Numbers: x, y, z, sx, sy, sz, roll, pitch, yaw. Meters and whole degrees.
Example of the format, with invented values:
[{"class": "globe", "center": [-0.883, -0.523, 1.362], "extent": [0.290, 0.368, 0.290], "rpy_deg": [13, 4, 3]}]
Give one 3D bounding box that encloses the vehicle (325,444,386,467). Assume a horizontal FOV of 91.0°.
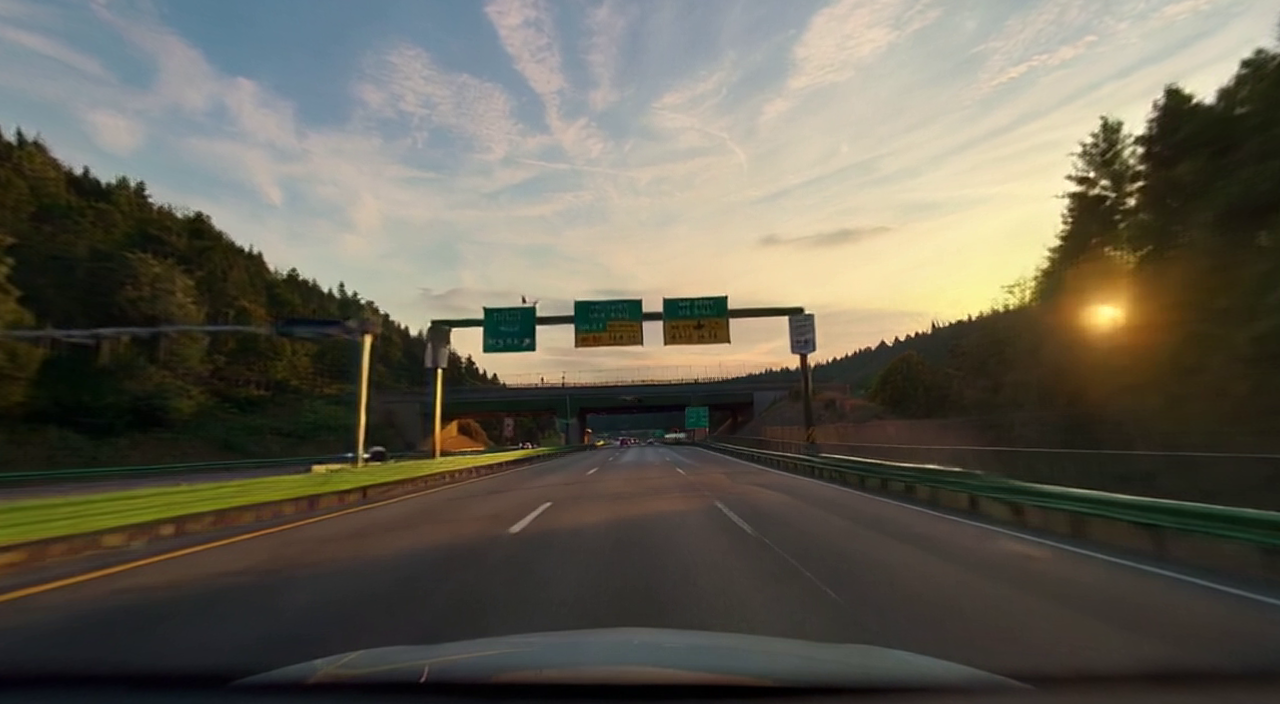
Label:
[{"class": "vehicle", "center": [-19.747, 7.170, 43.946], "extent": [2.167, 1.427, 4.906], "rpy_deg": [0, -8, -3]}]
